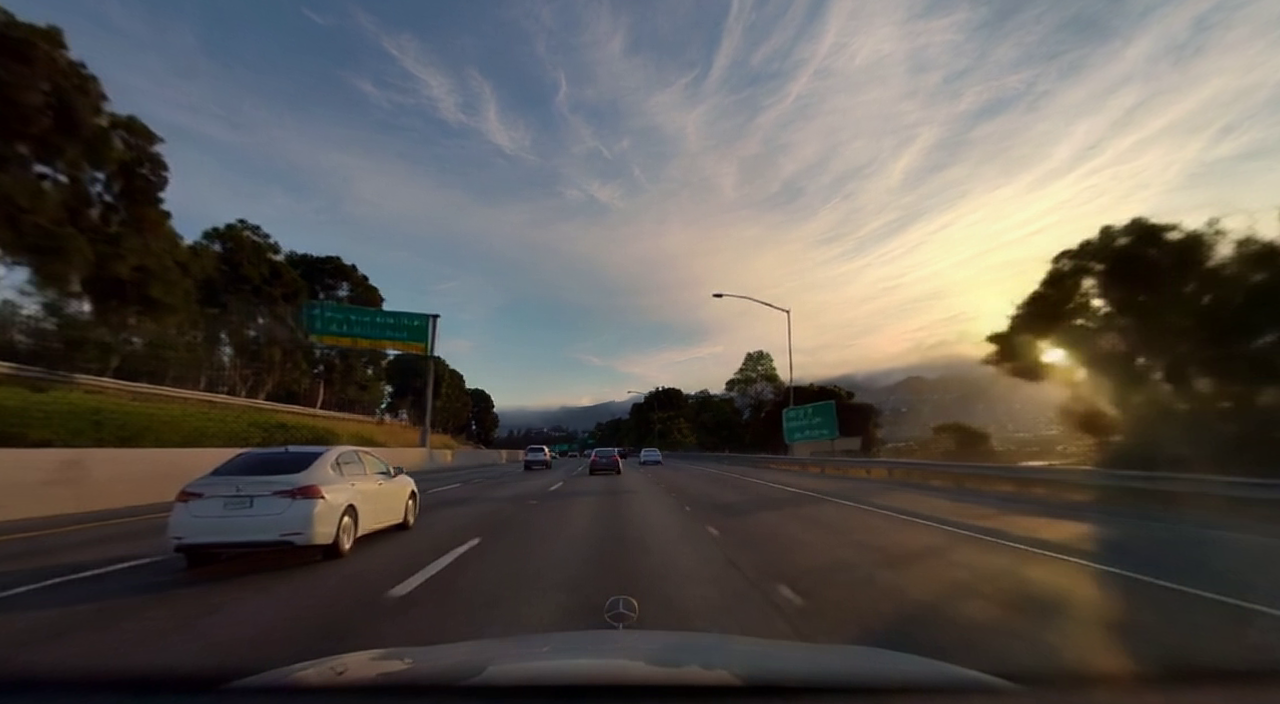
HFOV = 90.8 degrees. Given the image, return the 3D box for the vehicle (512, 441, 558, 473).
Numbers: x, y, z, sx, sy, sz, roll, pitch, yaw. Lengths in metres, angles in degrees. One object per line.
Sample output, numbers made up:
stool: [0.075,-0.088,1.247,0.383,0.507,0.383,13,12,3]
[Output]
vehicle: [-6.158,6.202,37.576,2.244,1.755,4.417,0,-9,-3]

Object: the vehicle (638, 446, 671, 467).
vehicle: [1.023,7.706,46.897,2.021,1.447,3.985,0,-9,-4]

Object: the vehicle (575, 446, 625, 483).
vehicle: [-1.683,4.725,26.884,1.947,1.437,4.345,0,-9,-4]

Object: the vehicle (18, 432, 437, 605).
vehicle: [-4.418,1.836,8.079,2.049,1.482,4.981,0,-9,-1]
